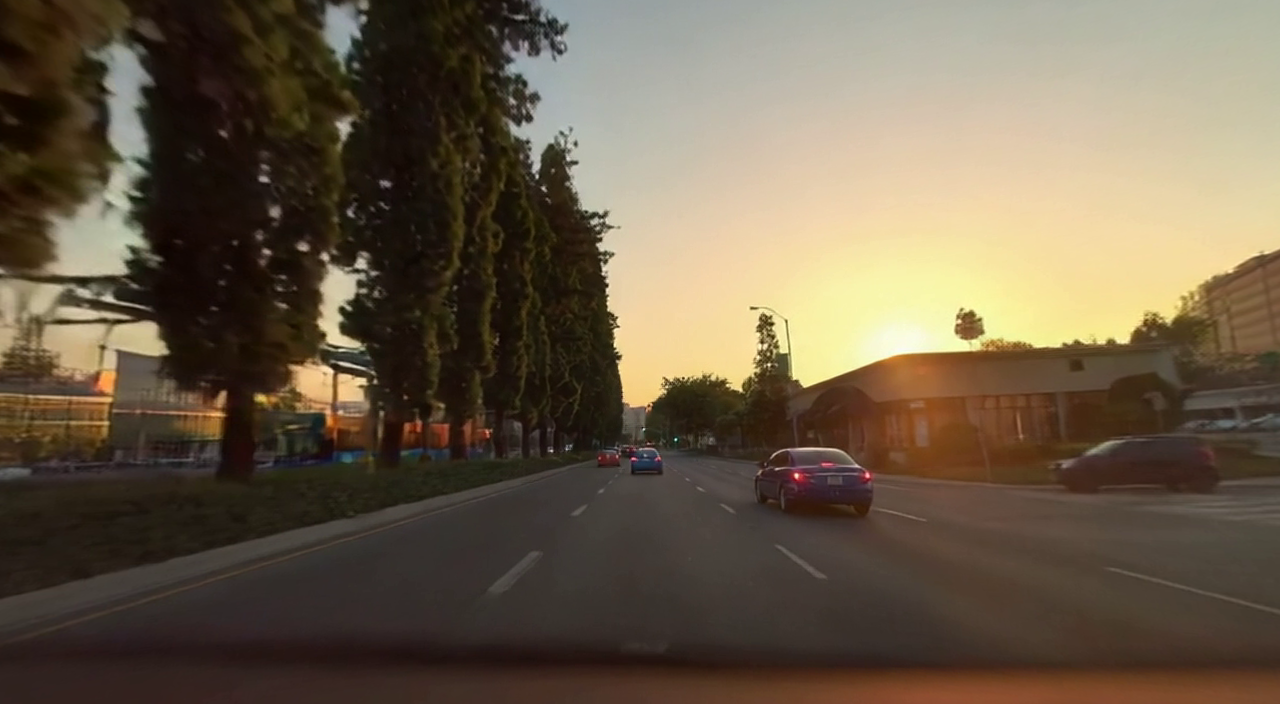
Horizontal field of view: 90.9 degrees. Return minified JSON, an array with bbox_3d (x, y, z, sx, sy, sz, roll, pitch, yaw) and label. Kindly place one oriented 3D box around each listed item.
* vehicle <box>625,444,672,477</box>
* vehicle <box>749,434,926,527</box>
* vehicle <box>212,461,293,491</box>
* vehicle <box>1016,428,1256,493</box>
[{"bbox_3d":[0.400,5.286,30.933,2.144,1.505,4.128,0,-9,0],"label":"vehicle"},{"bbox_3d":[3.597,2.418,12.464,2.067,1.497,4.327,0,-9,0],"label":"vehicle"},{"bbox_3d":[-21.130,6.759,34.598,1.708,1.455,4.281,0,-9,0],"label":"vehicle"},{"bbox_3d":[13.857,3.076,18.005,4.718,1.686,2.272,-2,-9,12],"label":"vehicle"}]
